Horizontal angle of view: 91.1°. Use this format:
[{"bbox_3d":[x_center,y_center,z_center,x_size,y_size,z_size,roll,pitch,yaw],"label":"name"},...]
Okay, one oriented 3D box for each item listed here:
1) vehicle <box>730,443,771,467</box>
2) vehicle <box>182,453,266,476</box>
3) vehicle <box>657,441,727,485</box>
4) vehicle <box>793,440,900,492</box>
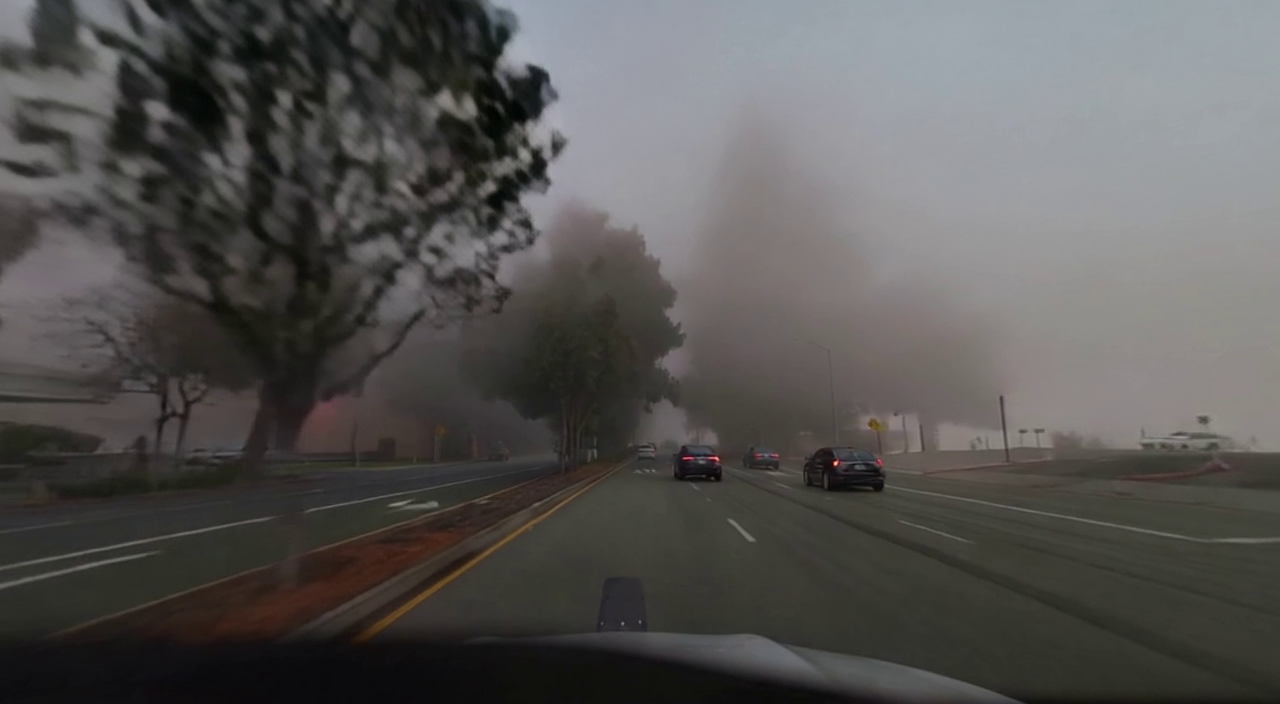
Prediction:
[{"bbox_3d":[7.245,6.809,41.556,1.930,1.479,4.477,0,-8,1],"label":"vehicle"},{"bbox_3d":[-29.083,7.865,43.986,4.510,1.504,2.005,-1,-8,3],"label":"vehicle"},{"bbox_3d":[1.809,4.057,23.317,1.971,1.479,4.493,0,-8,-3],"label":"vehicle"},{"bbox_3d":[6.487,3.601,20.309,1.918,1.484,4.456,0,-8,0],"label":"vehicle"}]
